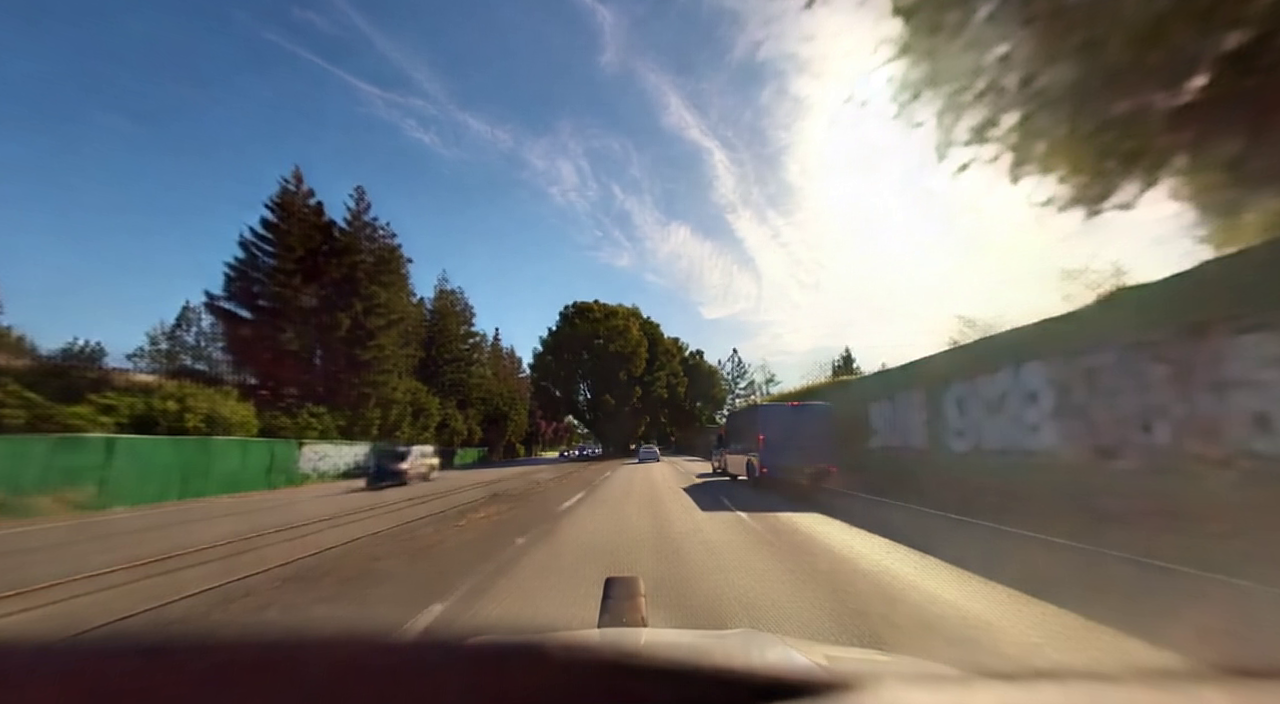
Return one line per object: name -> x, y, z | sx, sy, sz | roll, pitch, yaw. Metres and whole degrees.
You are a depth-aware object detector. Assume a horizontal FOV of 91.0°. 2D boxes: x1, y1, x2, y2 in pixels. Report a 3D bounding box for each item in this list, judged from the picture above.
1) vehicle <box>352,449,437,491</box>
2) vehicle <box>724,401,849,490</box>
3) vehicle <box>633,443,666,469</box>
vehicle -> -10.307, 4.956, 26.820 | 1.953, 1.629, 3.984 | 0, -8, 1
vehicle -> 4.873, 3.336, 22.540 | 2.712, 2.659, 6.992 | 0, -8, -1
vehicle -> 0.590, 6.752, 41.123 | 2.030, 1.572, 4.067 | 0, -8, 0
